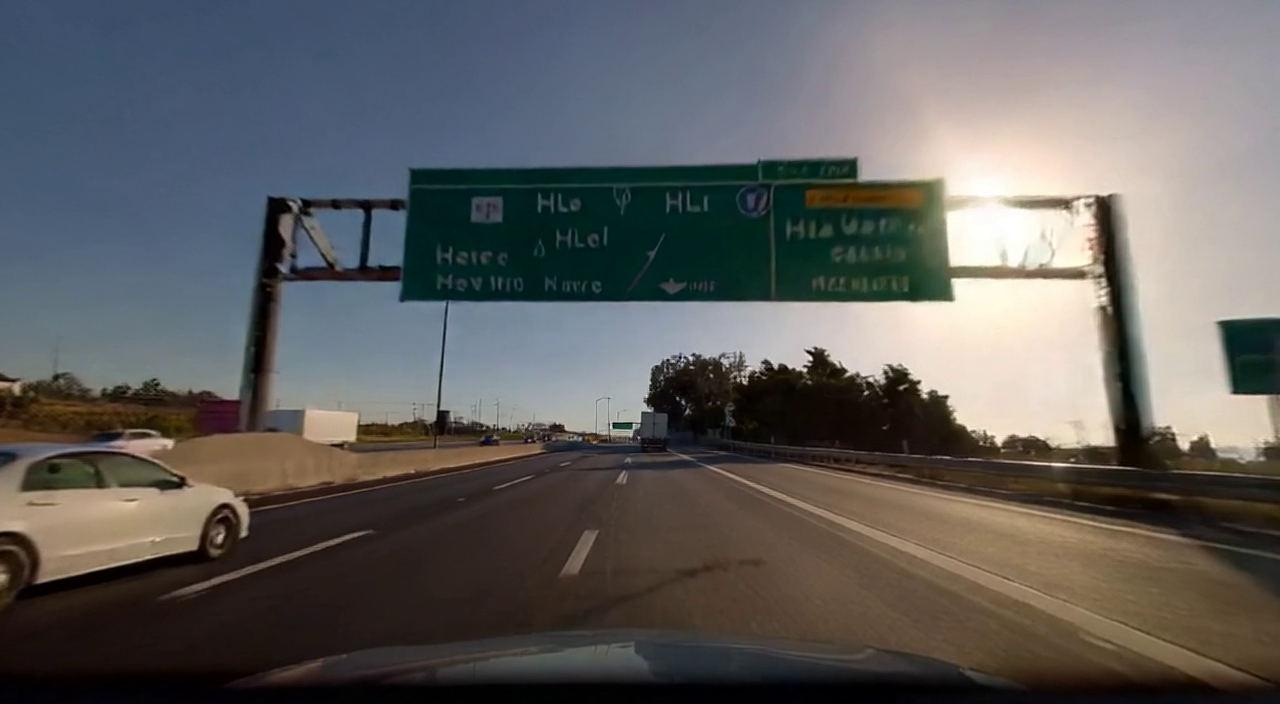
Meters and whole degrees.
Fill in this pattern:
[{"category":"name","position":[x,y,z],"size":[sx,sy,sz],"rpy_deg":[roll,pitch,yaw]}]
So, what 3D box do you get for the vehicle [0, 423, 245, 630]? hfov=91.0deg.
[{"category":"vehicle","position":[-5.821,1.330,4.877],"size":[2.227,1.510,5.036],"rpy_deg":[-1,-8,0]}]
